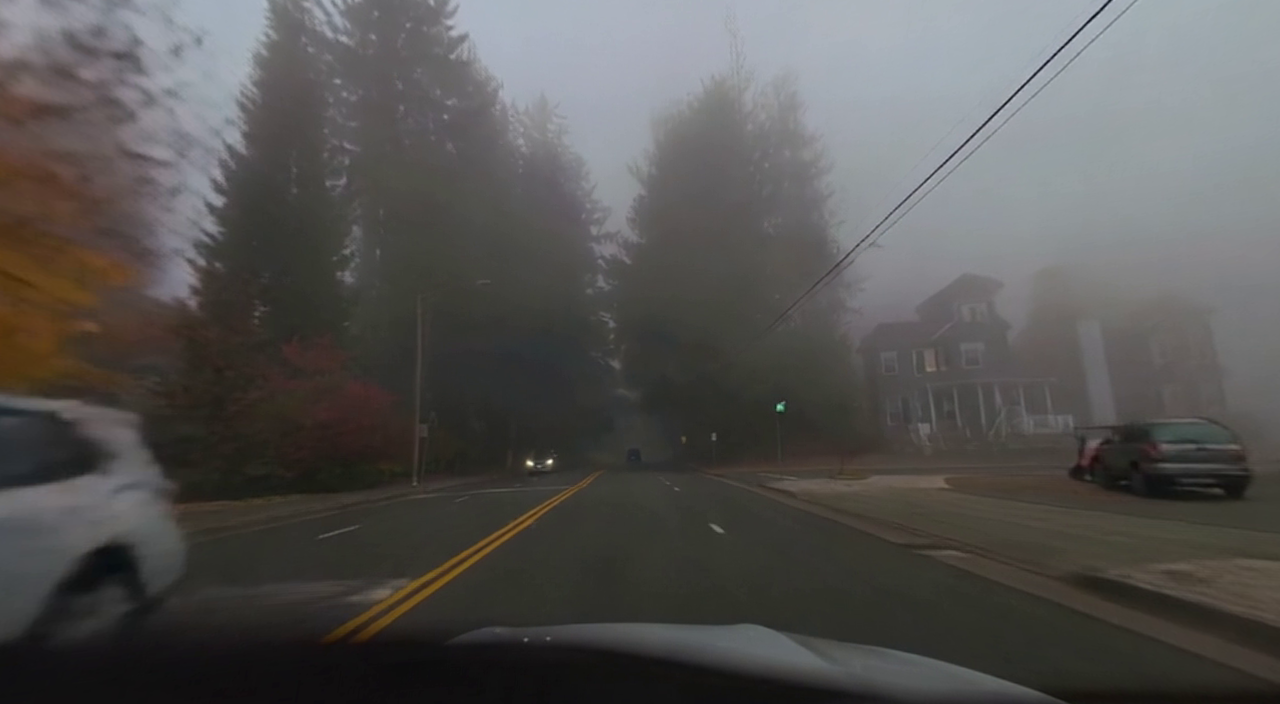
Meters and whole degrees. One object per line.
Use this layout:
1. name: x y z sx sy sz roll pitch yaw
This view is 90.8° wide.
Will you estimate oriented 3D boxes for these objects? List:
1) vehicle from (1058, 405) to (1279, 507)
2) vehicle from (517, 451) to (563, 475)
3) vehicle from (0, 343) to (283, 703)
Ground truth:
1. vehicle: 12.149 2.402 14.744 2.028 1.935 5.021 -2 -9 10
2. vehicle: -6.545 7.331 41.941 2.243 1.476 4.729 0 -9 0
3. vehicle: -3.924 0.778 2.398 2.356 1.702 4.700 0 -9 0
